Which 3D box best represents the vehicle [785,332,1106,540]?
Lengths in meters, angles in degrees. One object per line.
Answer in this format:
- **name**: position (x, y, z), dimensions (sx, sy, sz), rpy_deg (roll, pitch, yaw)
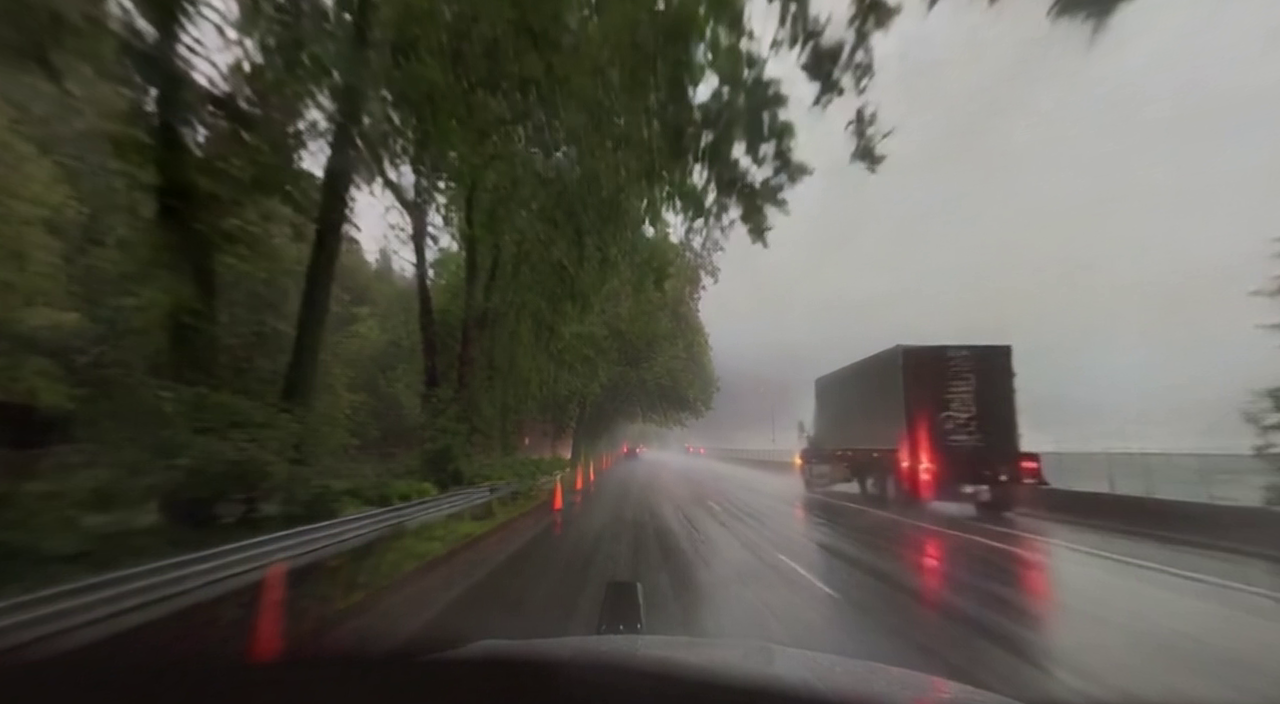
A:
- **vehicle**: position (6.272, 2.157, 15.997), dimensions (2.664, 3.418, 11.107), rpy_deg (0, -8, 0)
